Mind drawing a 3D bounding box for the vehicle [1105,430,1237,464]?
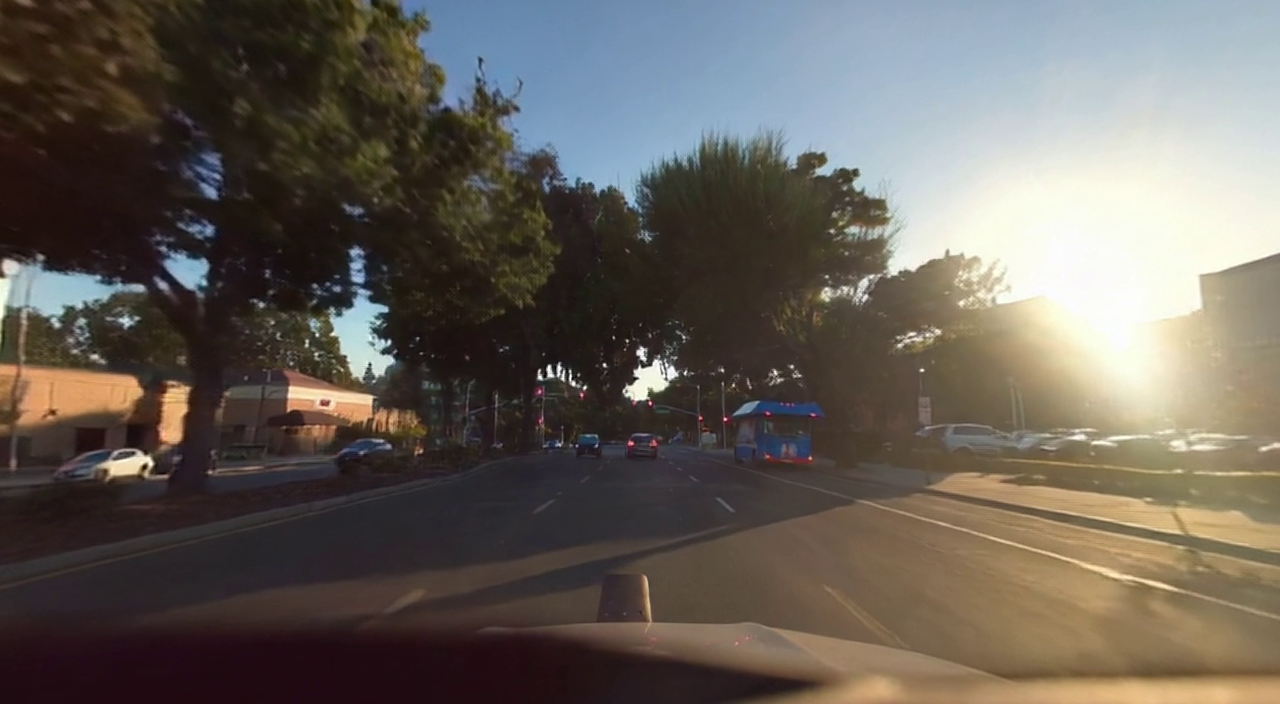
[{"bbox_3d":[26.060,4.718,31.162,4.545,1.571,1.769,-5,-9,26],"label":"vehicle"}]

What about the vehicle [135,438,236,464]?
[{"bbox_3d":[-29.419,6.431,41.065,1.971,1.578,5.304,-2,-9,11],"label":"vehicle"}]

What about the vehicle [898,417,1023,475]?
[{"bbox_3d":[13.722,4.004,26.886,5.354,2.214,2.504,6,-11,-37],"label":"vehicle"}]

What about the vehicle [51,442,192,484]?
[{"bbox_3d":[-22.756,4.868,27.994,1.936,1.654,4.857,-1,-9,3],"label":"vehicle"}]

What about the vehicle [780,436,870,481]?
[{"bbox_3d":[6.701,3.895,23.404,1.980,1.473,4.537,0,-9,0],"label":"vehicle"}]

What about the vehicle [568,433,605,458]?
[{"bbox_3d":[-3.481,6.204,41.811,2.008,1.500,4.369,-1,-8,1],"label":"vehicle"}]

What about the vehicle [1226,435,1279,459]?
[{"bbox_3d":[43.332,6.632,44.061,3.960,1.458,1.980,2,-8,-25],"label":"vehicle"}]

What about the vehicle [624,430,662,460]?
[{"bbox_3d":[0.211,5.798,39.374,2.209,1.718,4.008,-1,-8,1],"label":"vehicle"}]

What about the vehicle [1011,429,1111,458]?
[{"bbox_3d":[29.457,6.464,44.425,5.568,1.930,2.081,-5,-10,29],"label":"vehicle"}]

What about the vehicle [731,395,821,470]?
[{"bbox_3d":[6.767,4.238,32.721,2.891,3.361,7.843,0,-8,0],"label":"vehicle"}]

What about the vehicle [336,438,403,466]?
[{"bbox_3d":[-15.673,5.800,36.751,1.836,1.464,4.440,-1,-9,1],"label":"vehicle"}]
